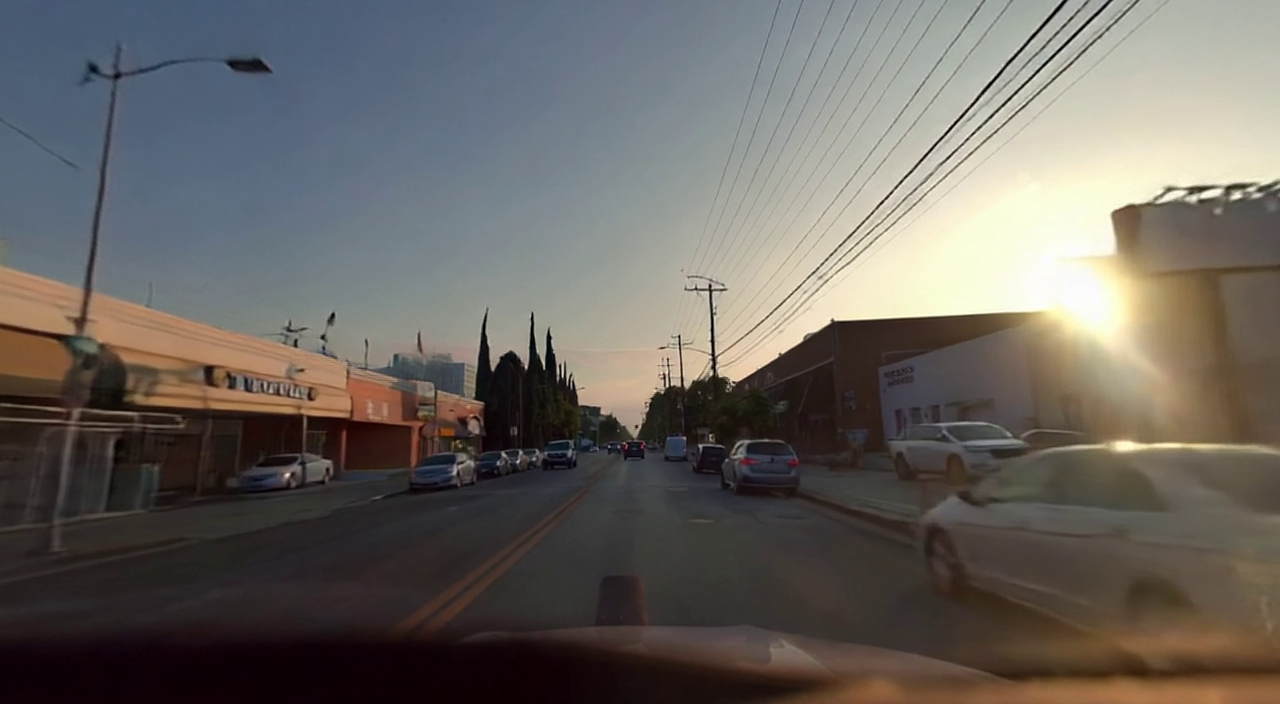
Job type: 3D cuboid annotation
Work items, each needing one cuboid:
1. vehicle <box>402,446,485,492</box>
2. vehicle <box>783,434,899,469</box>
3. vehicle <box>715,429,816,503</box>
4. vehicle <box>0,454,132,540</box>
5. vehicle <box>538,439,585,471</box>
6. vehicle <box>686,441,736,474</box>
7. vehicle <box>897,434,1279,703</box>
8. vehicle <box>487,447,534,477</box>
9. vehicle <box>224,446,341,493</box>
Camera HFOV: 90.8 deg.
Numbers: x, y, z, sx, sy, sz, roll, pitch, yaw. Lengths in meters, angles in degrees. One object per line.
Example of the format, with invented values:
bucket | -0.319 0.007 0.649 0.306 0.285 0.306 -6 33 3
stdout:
vehicle | -8.398 4.991 27.544 2.113 1.665 5.062 0 -7 -2
vehicle | 9.885 4.934 31.293 5.084 1.641 1.848 0 -9 -1
vehicle | 3.484 3.302 18.540 2.025 1.843 4.883 -1 -9 1
vehicle | -13.892 2.942 12.869 5.266 1.506 2.246 -2 -8 3
vehicle | -5.092 6.714 41.365 2.152 1.918 4.217 -3 -8 5
vehicle | 3.627 5.537 33.291 2.136 1.586 4.919 0 -9 1
vehicle | 3.589 1.292 4.128 1.866 1.439 4.482 0 -9 -1
vehicle | -8.223 6.991 40.508 1.791 1.622 5.056 -2 -7 2
vehicle | -14.792 4.857 26.569 1.969 1.741 5.148 0 -9 -1
